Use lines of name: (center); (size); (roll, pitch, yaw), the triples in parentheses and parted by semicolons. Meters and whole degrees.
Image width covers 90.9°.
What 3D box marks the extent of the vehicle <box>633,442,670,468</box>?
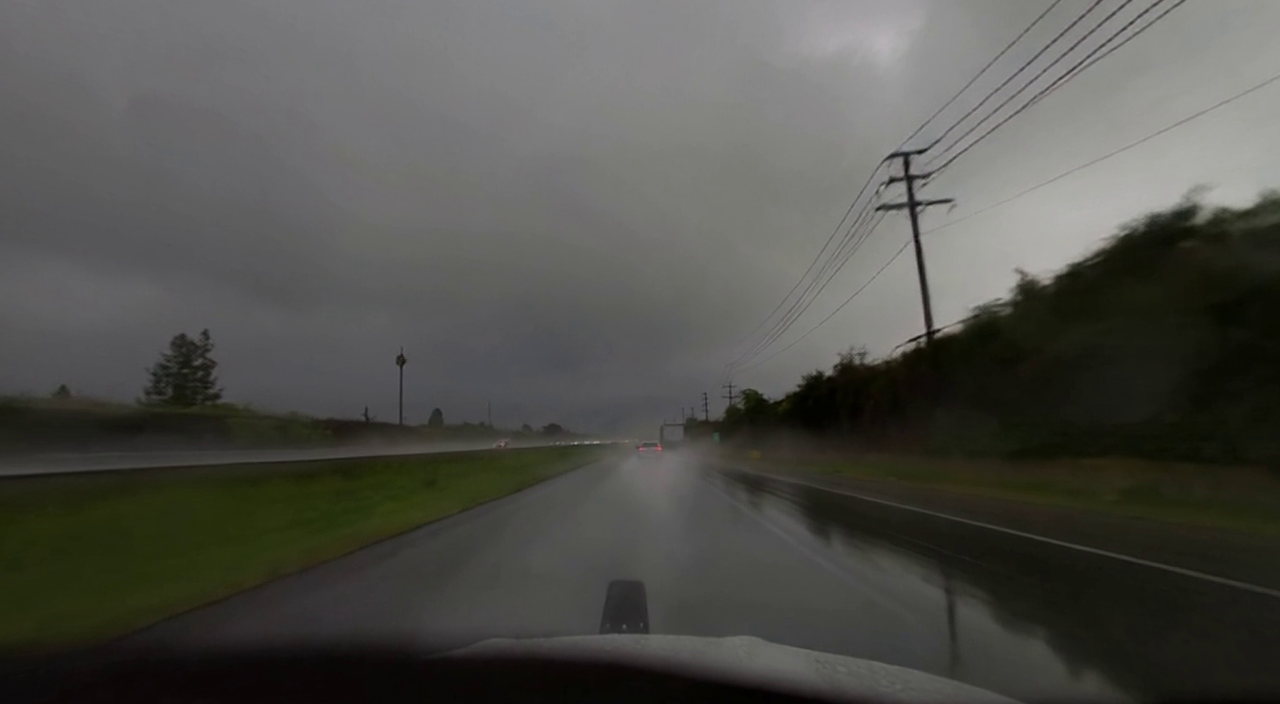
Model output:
vehicle: (0.741, 6.515, 40.120); (2.192, 1.556, 4.132); (-1, -8, 1)
